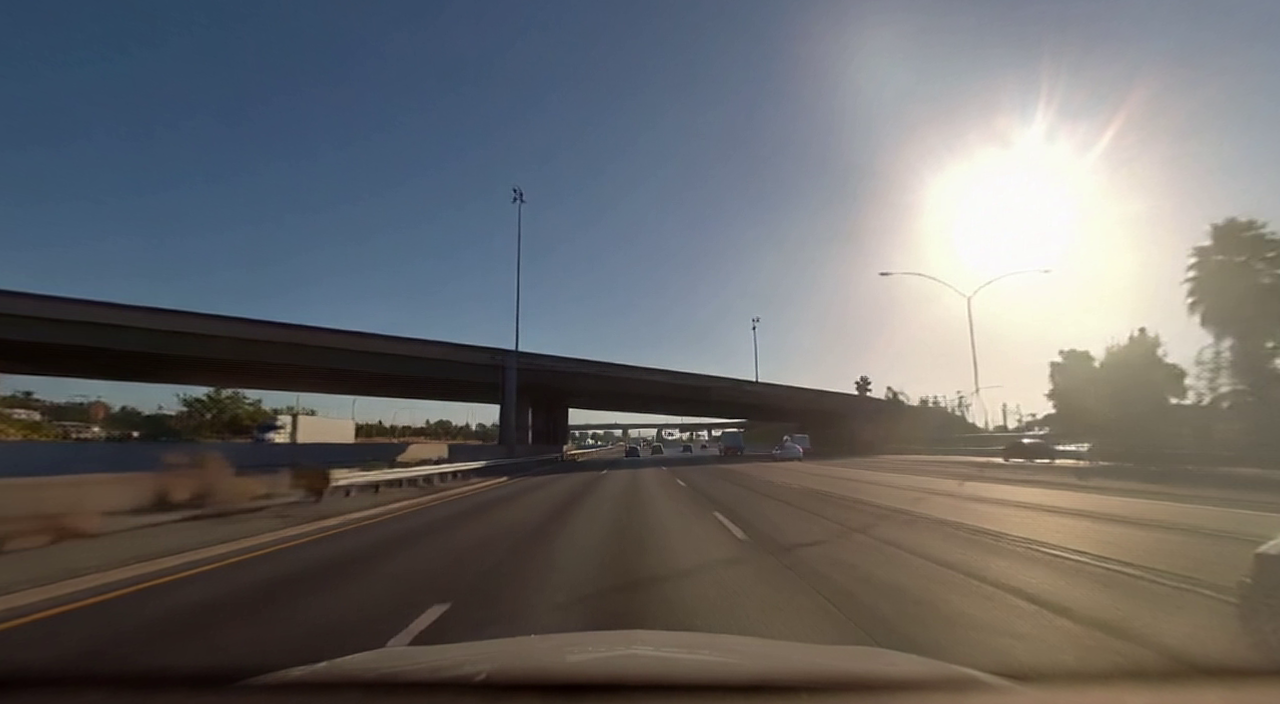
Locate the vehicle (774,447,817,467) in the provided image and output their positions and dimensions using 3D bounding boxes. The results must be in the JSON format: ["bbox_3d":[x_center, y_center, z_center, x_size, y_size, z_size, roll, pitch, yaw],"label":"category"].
[{"bbox_3d":[12.126,8.174,49.341,2.017,1.478,4.364,0,-8,-3],"label":"vehicle"}]

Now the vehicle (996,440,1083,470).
[{"bbox_3d":[26.388,6.819,41.855,2.074,1.881,5.056,1,-8,-5],"label":"vehicle"}]
